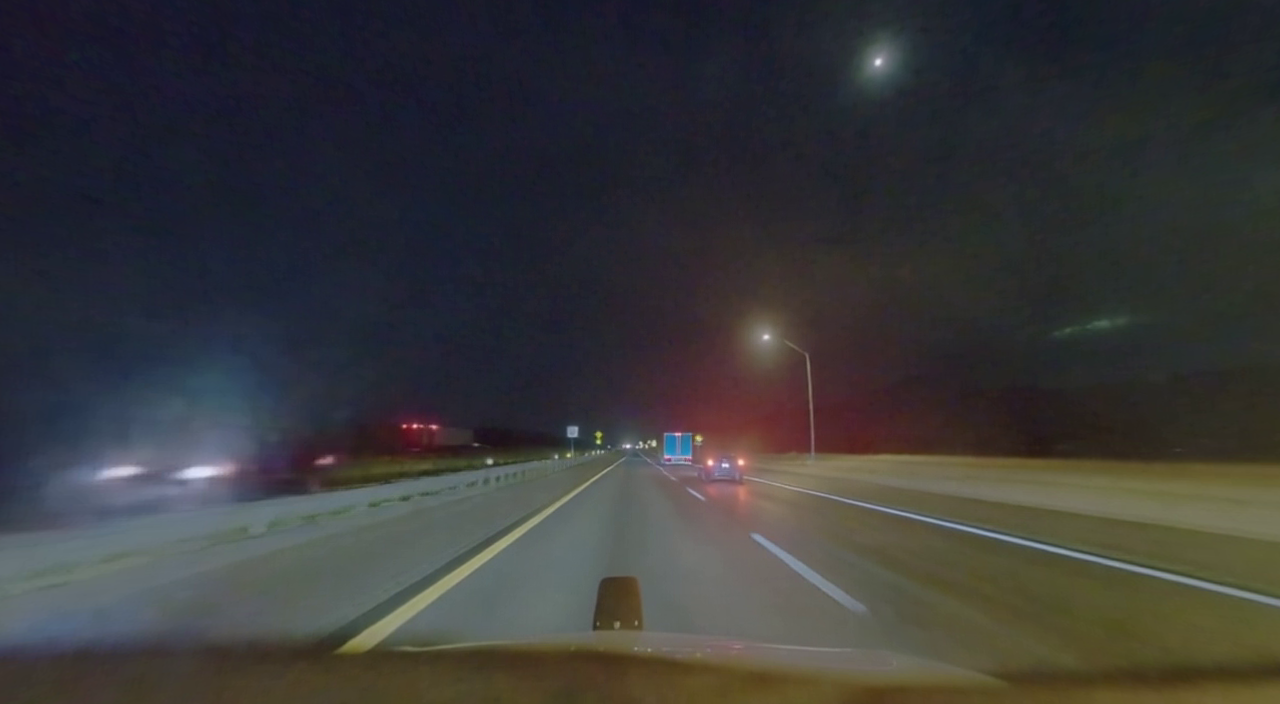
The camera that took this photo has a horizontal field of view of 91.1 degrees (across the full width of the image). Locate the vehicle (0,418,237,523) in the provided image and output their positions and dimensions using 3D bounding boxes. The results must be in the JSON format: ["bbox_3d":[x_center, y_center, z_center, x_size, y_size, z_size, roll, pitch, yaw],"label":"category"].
[{"bbox_3d":[-9.397,2.028,11.118,1.876,1.500,3.973,0,-9,0],"label":"vehicle"}]

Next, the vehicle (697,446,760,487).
[{"bbox_3d":[3.446,4.519,25.084,1.836,1.459,3.766,0,-9,-2],"label":"vehicle"}]
